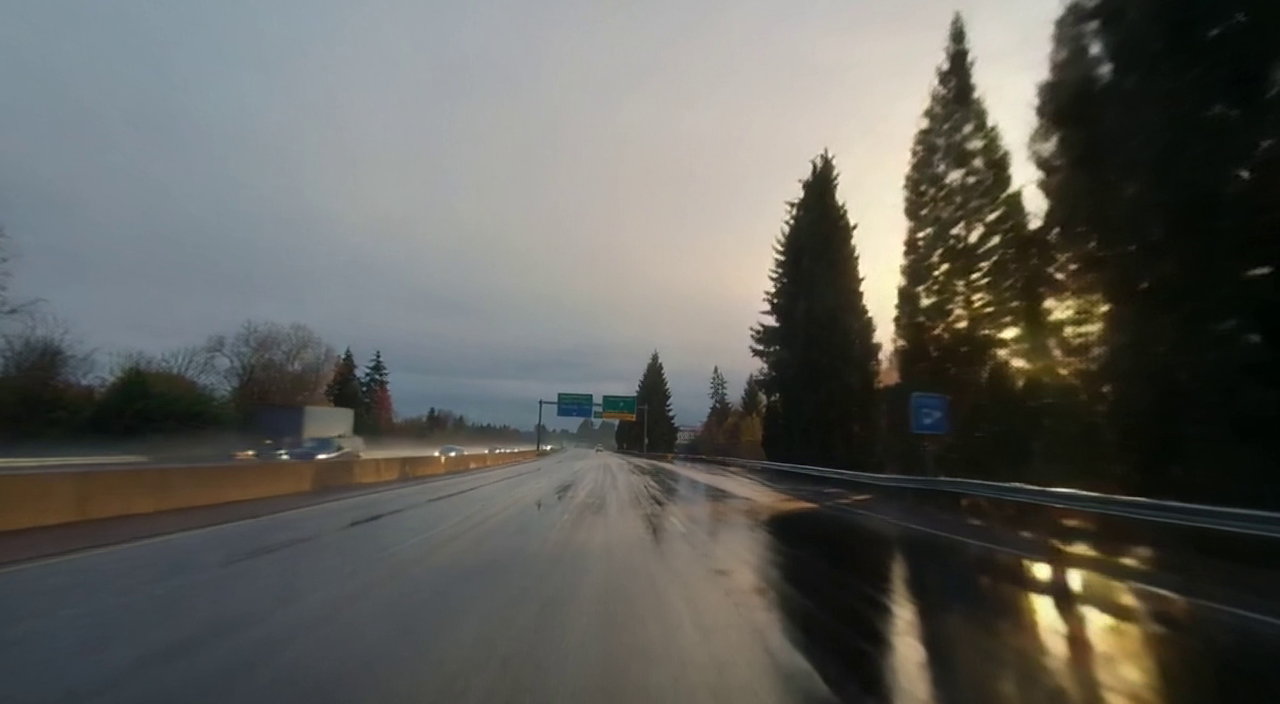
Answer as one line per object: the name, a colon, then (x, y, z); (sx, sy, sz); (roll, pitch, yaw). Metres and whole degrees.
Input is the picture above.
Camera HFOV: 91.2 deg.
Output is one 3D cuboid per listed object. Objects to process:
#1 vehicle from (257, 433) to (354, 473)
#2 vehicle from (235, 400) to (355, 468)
vehicle: (-14.492, 4.403, 27.438); (1.939, 1.554, 4.335); (0, -9, -2)
vehicle: (-19.511, 4.784, 36.187); (2.753, 3.469, 7.747); (0, -9, -3)
